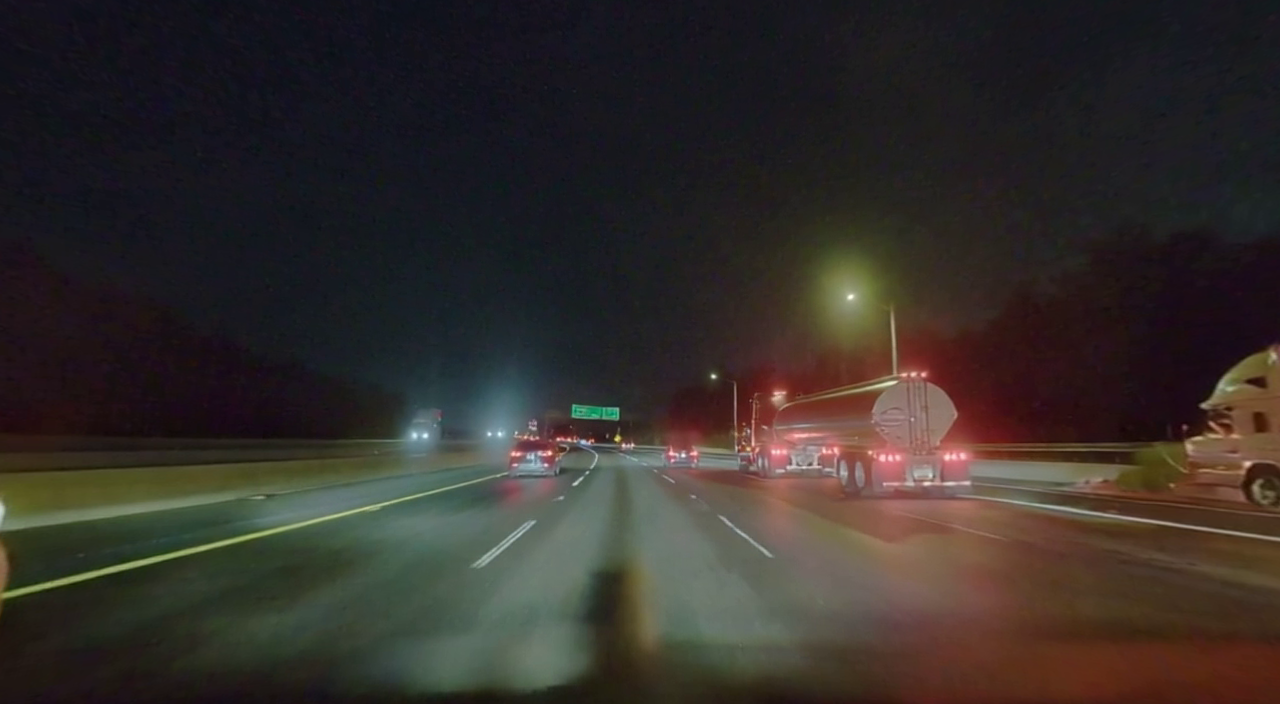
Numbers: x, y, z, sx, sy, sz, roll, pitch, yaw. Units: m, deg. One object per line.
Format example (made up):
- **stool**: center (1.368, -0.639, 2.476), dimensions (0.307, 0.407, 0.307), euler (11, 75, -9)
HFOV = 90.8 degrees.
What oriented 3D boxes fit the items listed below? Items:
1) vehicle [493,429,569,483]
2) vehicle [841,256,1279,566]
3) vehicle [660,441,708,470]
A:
- **vehicle**: center (-3.965, 3.883, 23.840), dimensions (2.149, 1.843, 4.348), euler (0, -9, -1)
- **vehicle**: center (7.477, 1.385, 12.412), dimensions (3.554, 3.573, 10.307), euler (0, -9, -1)
- **vehicle**: center (2.398, 5.820, 35.770), dimensions (2.053, 1.510, 4.400), euler (1, -9, -4)
